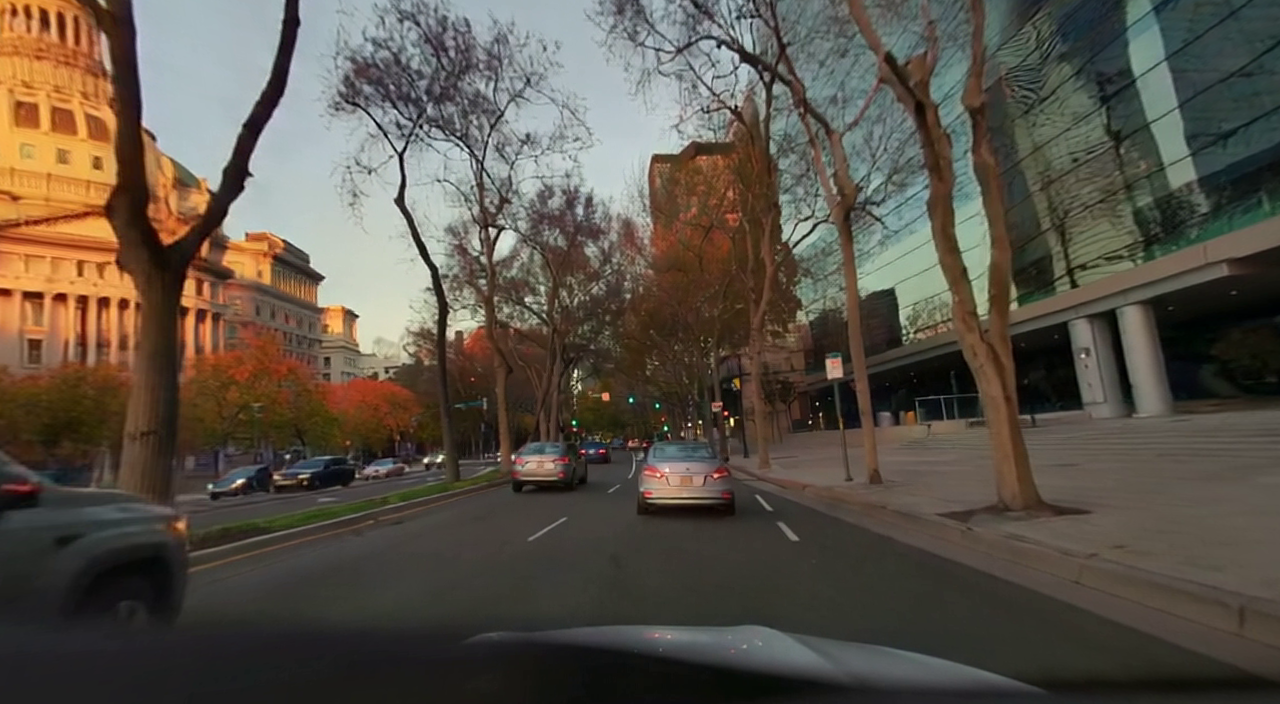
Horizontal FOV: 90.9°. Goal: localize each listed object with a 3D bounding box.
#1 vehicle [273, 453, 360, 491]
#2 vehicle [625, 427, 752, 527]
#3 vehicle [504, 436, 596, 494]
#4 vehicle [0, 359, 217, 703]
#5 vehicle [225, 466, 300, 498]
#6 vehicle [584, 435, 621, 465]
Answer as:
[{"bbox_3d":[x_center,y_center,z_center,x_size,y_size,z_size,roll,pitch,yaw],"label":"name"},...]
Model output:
[{"bbox_3d":[-16.866,6.256,33.231,2.024,1.782,4.827,0,-9,0],"label":"vehicle"},{"bbox_3d":[0.754,2.206,11.624,1.933,1.504,3.802,0,-9,0],"label":"vehicle"},{"bbox_3d":[-2.505,3.279,18.655,1.961,1.517,4.202,0,-9,2],"label":"vehicle"},{"bbox_3d":[-3.312,0.743,1.617,1.848,1.641,3.686,0,-9,0],"label":"vehicle"},{"bbox_3d":[-23.551,8.086,39.591,2.003,1.747,4.505,0,-9,-2],"label":"vehicle"},{"bbox_3d":[-2.325,6.131,39.683,1.969,1.764,4.160,0,-9,1],"label":"vehicle"}]
